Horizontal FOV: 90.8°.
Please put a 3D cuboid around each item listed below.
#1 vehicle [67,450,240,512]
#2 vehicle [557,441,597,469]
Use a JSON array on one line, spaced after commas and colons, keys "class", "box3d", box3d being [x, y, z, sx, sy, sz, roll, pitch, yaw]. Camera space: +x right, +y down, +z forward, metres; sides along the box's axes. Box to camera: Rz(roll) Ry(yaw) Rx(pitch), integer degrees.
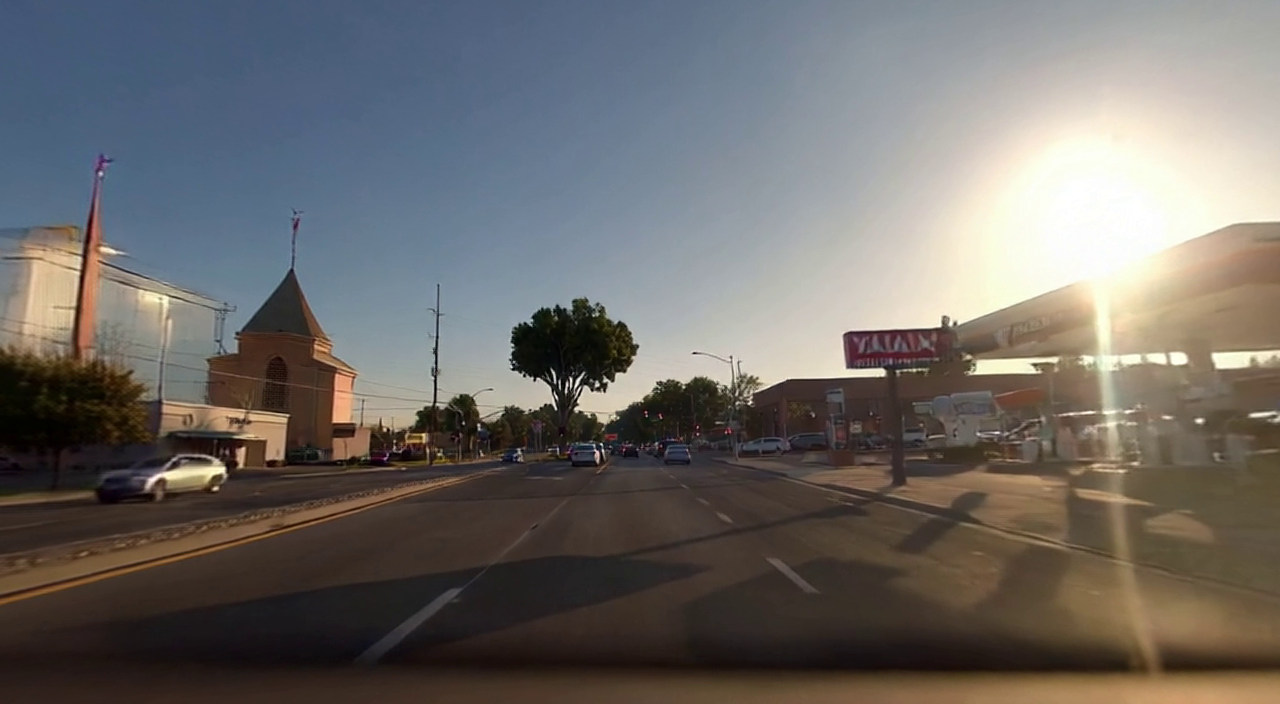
[{"class": "vehicle", "box3d": [-14.661, 3.849, 19.440, 1.939, 1.594, 4.284, -2, -8, -1]}, {"class": "vehicle", "box3d": [-3.906, 6.510, 40.143, 2.040, 1.661, 4.573, 0, -8, 1]}]
